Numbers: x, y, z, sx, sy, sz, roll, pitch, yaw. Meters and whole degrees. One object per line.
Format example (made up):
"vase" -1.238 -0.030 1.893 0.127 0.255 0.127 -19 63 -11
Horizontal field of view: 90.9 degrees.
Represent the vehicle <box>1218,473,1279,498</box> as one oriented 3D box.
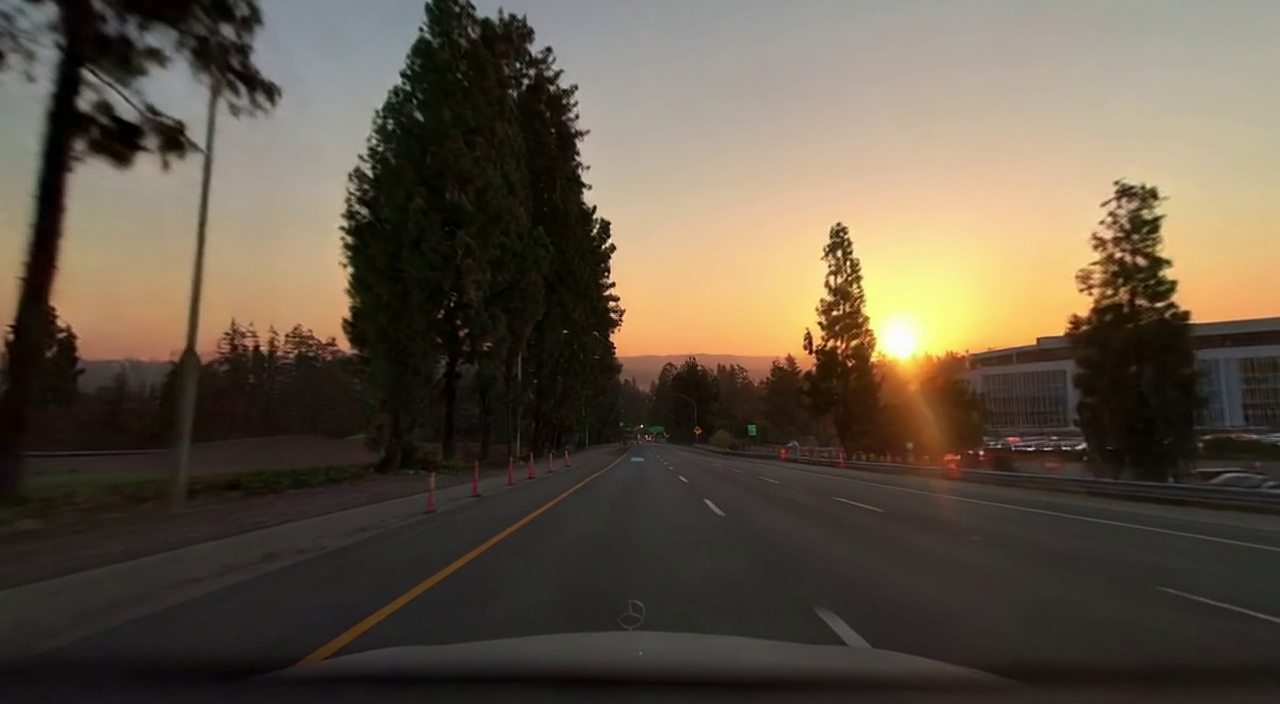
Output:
"vehicle" 44.117 9.503 44.932 4.270 1.626 1.897 1 -9 -10
